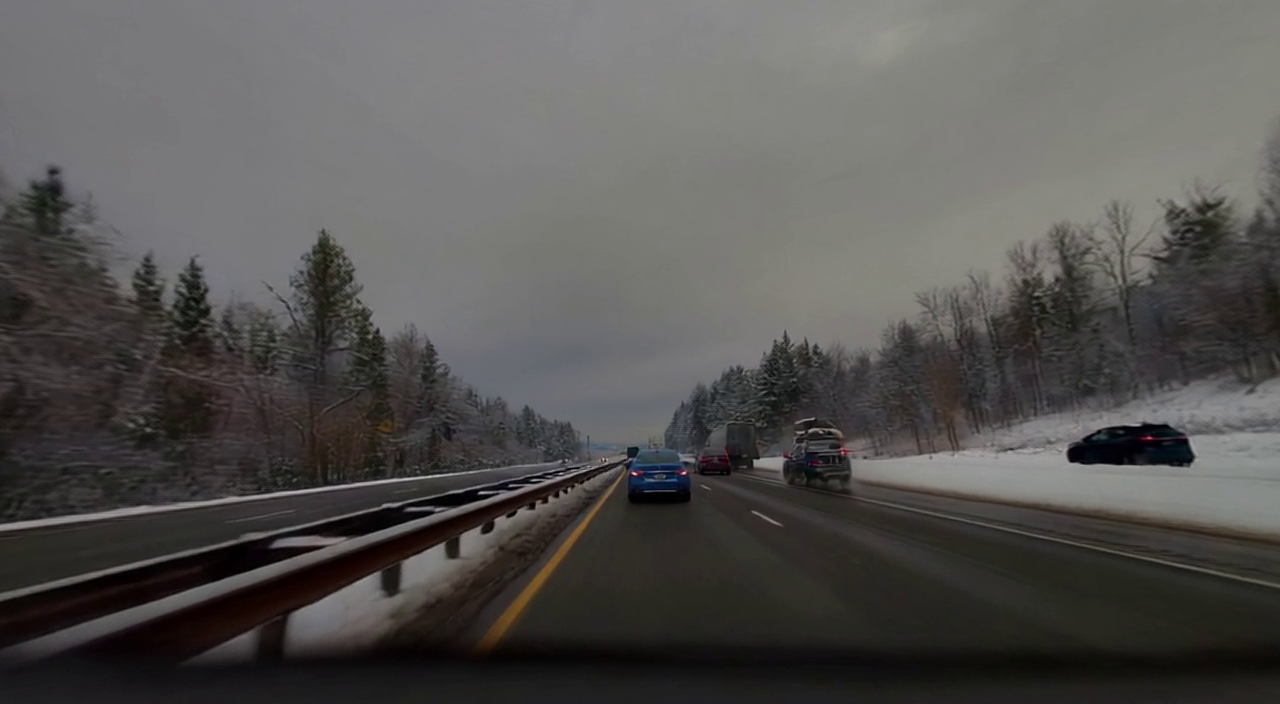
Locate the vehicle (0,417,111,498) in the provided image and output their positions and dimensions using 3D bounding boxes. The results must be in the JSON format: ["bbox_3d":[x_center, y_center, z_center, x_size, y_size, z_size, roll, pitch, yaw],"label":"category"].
[{"bbox_3d":[-33.278,5.687,33.793,2.902,3.981,7.819,-3,-8,1],"label":"vehicle"}]

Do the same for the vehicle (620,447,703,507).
[{"bbox_3d":[0.526,3.446,17.775,2.076,1.485,3.774,0,-9,0],"label":"vehicle"}]

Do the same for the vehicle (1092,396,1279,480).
[{"bbox_3d":[31.818,4.766,34.198,2.822,3.996,14.073,1,-9,-6],"label":"vehicle"}]

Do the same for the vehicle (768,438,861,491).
[{"bbox_3d":[6.570,4.288,24.295,2.177,1.827,4.565,0,-9,-1],"label":"vehicle"}]

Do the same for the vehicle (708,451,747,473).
[{"bbox_3d":[6.141,7.763,44.574,2.015,1.454,4.324,0,-9,-2],"label":"vehicle"}]
